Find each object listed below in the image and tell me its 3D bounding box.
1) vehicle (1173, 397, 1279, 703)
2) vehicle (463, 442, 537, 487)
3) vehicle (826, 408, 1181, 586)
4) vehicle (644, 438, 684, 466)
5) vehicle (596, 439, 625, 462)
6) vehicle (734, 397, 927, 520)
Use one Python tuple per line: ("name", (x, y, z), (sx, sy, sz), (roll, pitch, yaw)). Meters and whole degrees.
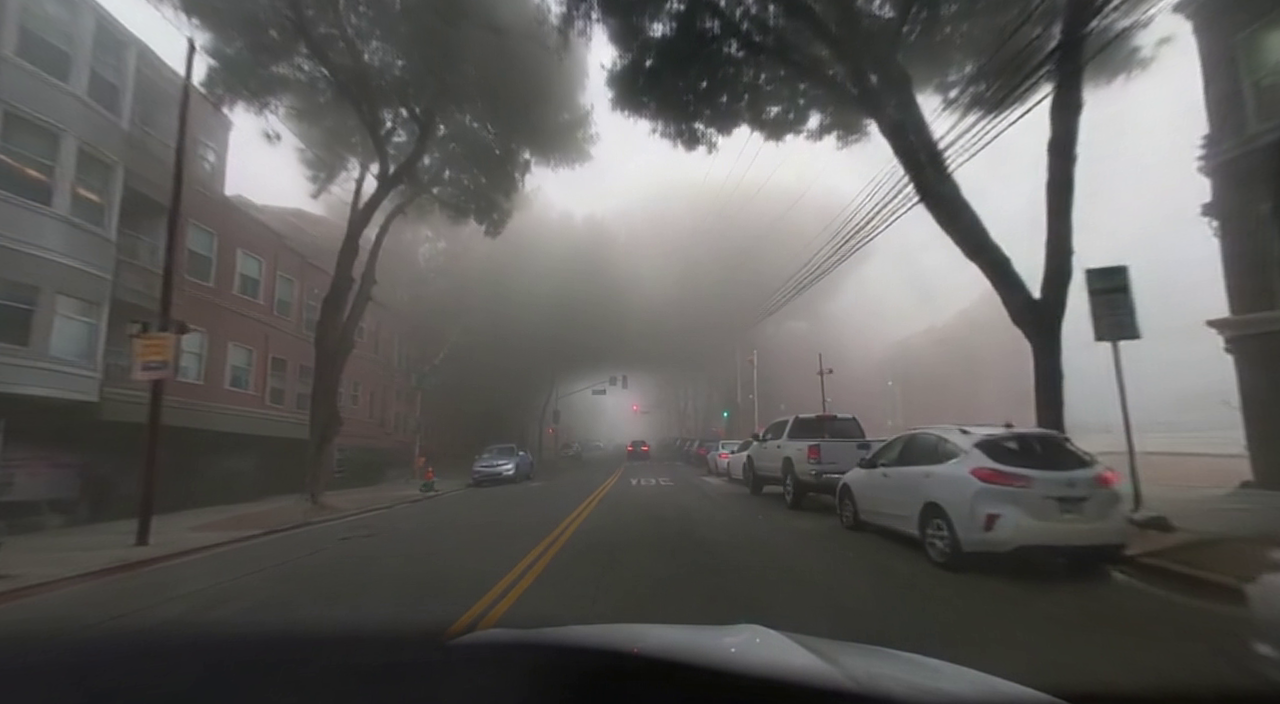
("vehicle", (3.747, 0.646, 0.718), (2.066, 1.494, 4.843), (0, -8, 0))
("vehicle", (-5.931, 4.830, 27.407), (2.013, 1.772, 4.439), (-1, -9, 2))
("vehicle", (3.941, 1.631, 7.899), (1.871, 1.603, 4.161), (0, -9, -1))
("vehicle", (1.537, 6.174, 39.188), (2.111, 1.619, 4.077), (-1, -9, 8))
("vehicle", (-2.287, 7.744, 49.971), (1.979, 1.723, 3.849), (-1, -8, 2))
("vehicle", (3.615, 2.213, 13.518), (2.356, 2.043, 5.791), (0, -8, 0))
